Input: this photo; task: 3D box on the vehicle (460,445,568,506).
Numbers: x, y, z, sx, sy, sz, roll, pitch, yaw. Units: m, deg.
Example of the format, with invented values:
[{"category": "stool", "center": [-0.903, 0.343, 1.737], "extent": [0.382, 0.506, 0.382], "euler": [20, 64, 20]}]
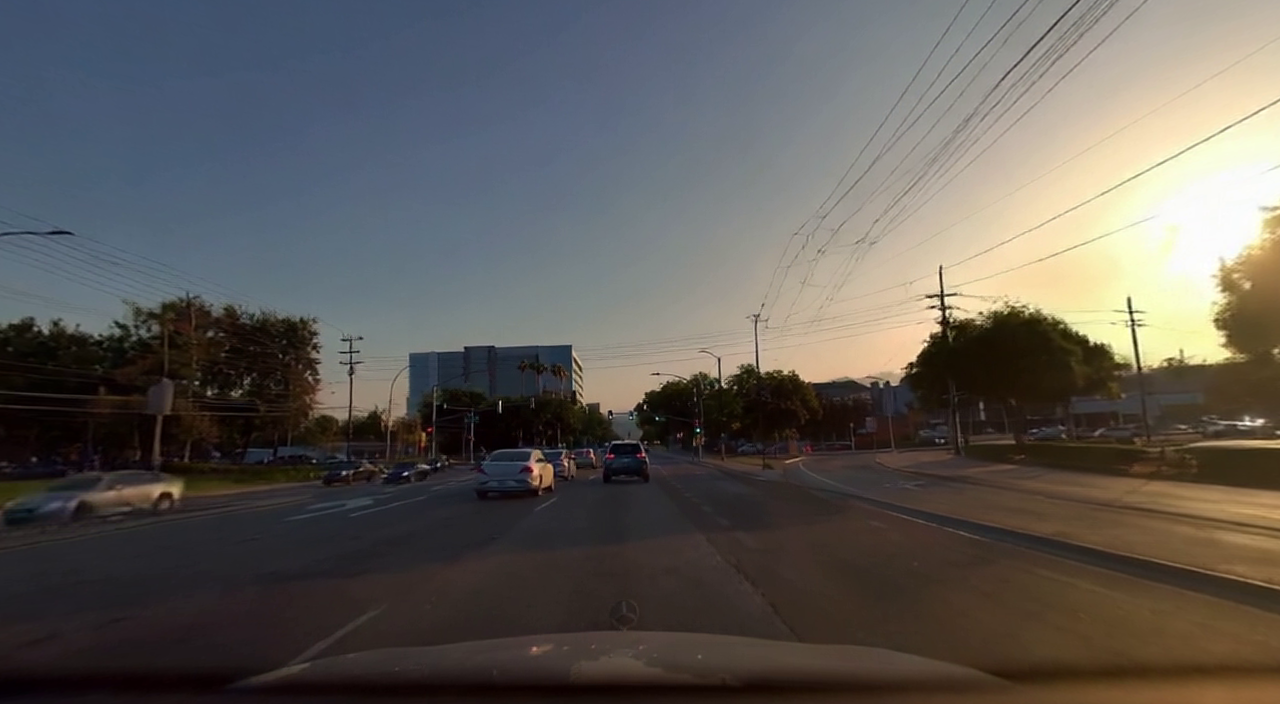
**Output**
[{"category": "vehicle", "center": [-3.368, 3.384, 17.818], "extent": [2.064, 1.464, 4.373], "euler": [0, -8, 1]}]

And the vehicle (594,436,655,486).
[{"category": "vehicle", "center": [-0.581, 4.381, 25.688], "extent": [2.276, 1.850, 3.897], "euler": [0, -8, 0]}]
